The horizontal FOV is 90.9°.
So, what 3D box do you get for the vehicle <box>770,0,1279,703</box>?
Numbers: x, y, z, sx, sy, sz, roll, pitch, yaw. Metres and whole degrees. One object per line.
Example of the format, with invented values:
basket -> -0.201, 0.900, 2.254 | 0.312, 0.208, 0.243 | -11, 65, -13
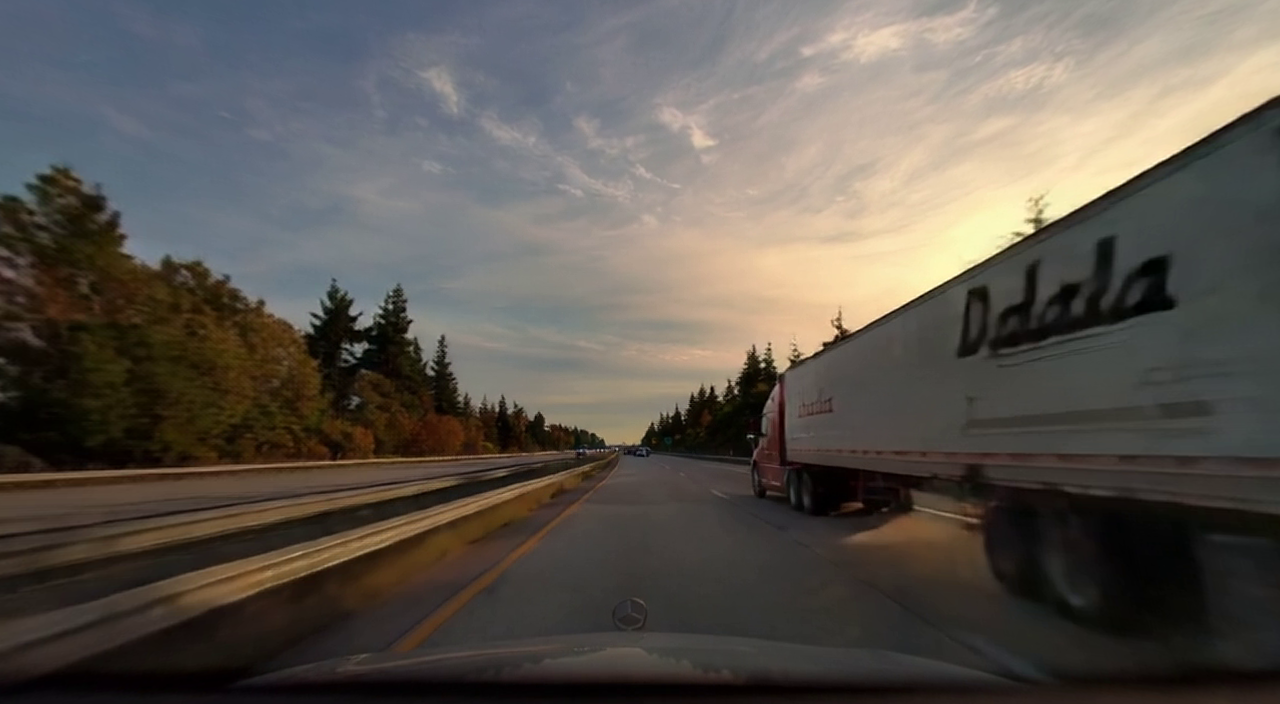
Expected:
vehicle -> 4.076, 0.660, 6.959 | 2.876, 3.419, 11.591 | 0, -9, 0
